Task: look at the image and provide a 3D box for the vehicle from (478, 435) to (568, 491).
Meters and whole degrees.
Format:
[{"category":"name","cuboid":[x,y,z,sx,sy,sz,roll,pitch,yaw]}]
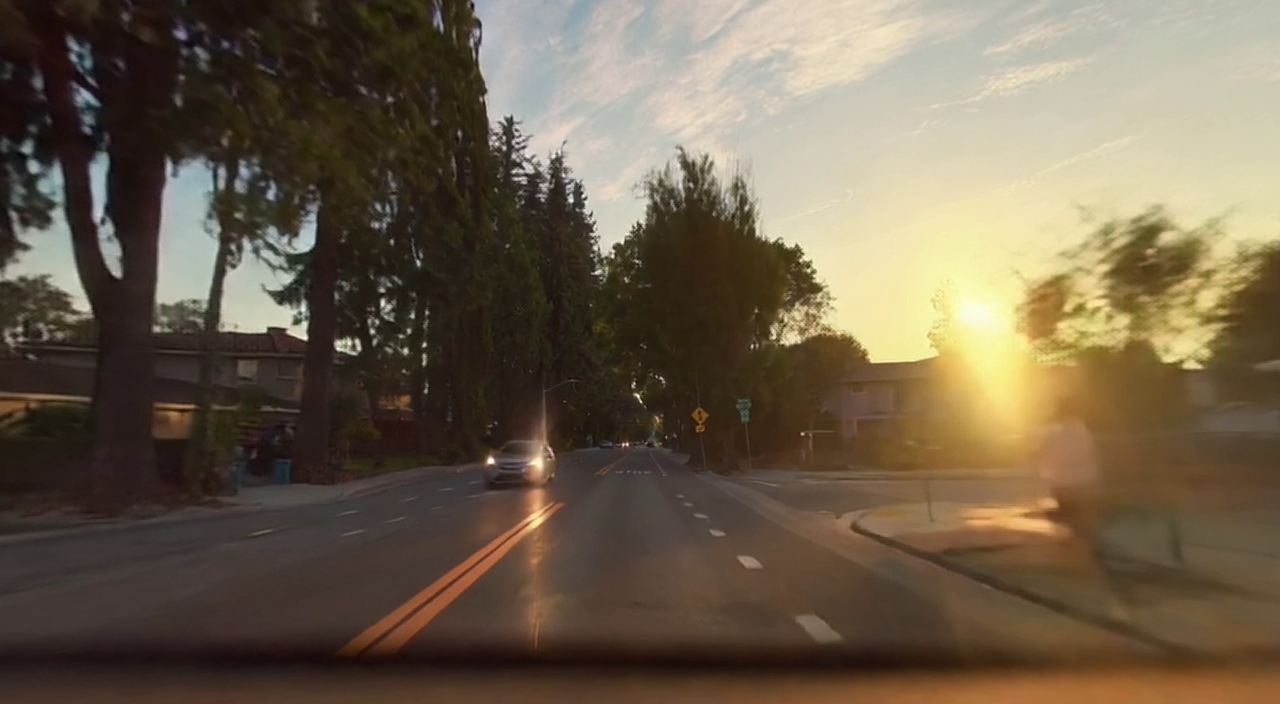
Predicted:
[{"category":"vehicle","cuboid":[-4.051,3.968,22.850,2.267,1.768,4.911,0,-9,1]}]
